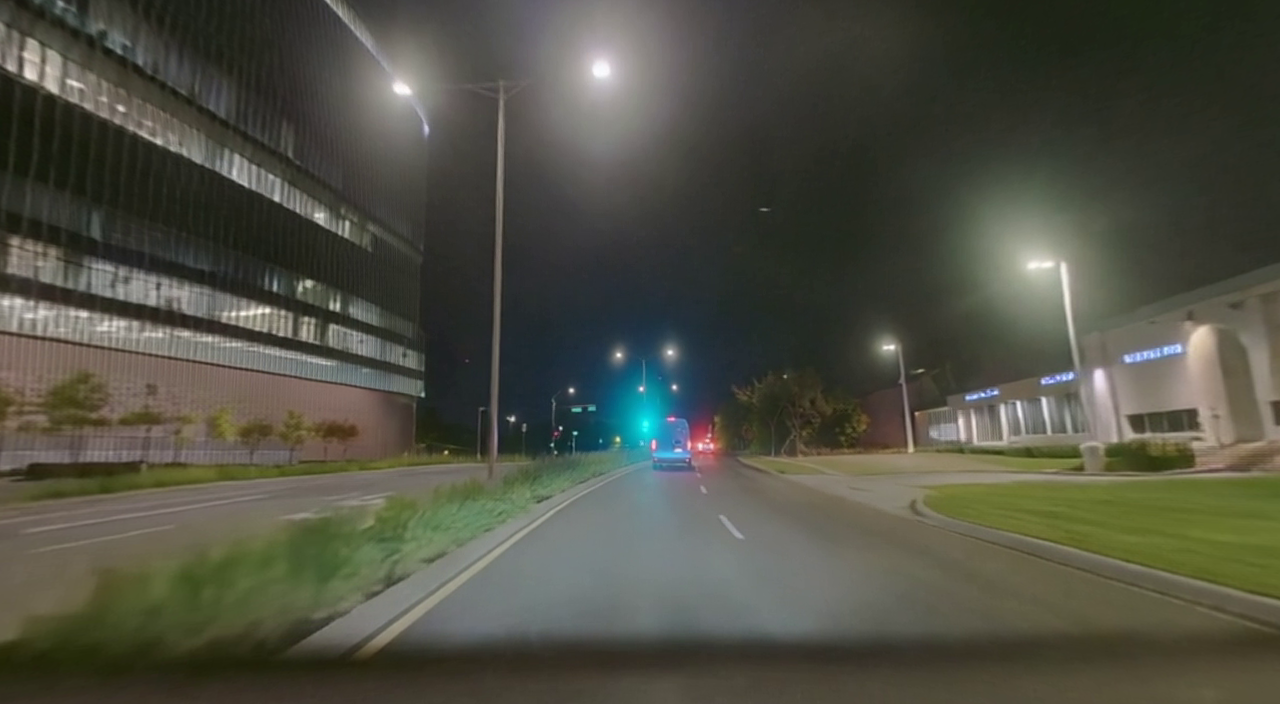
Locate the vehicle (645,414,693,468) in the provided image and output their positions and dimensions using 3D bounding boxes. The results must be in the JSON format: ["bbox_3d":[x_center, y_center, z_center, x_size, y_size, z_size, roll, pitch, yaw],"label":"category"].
[{"bbox_3d":[1.763,5.087,36.054,2.435,2.816,5.232,-1,-8,6],"label":"vehicle"}]
